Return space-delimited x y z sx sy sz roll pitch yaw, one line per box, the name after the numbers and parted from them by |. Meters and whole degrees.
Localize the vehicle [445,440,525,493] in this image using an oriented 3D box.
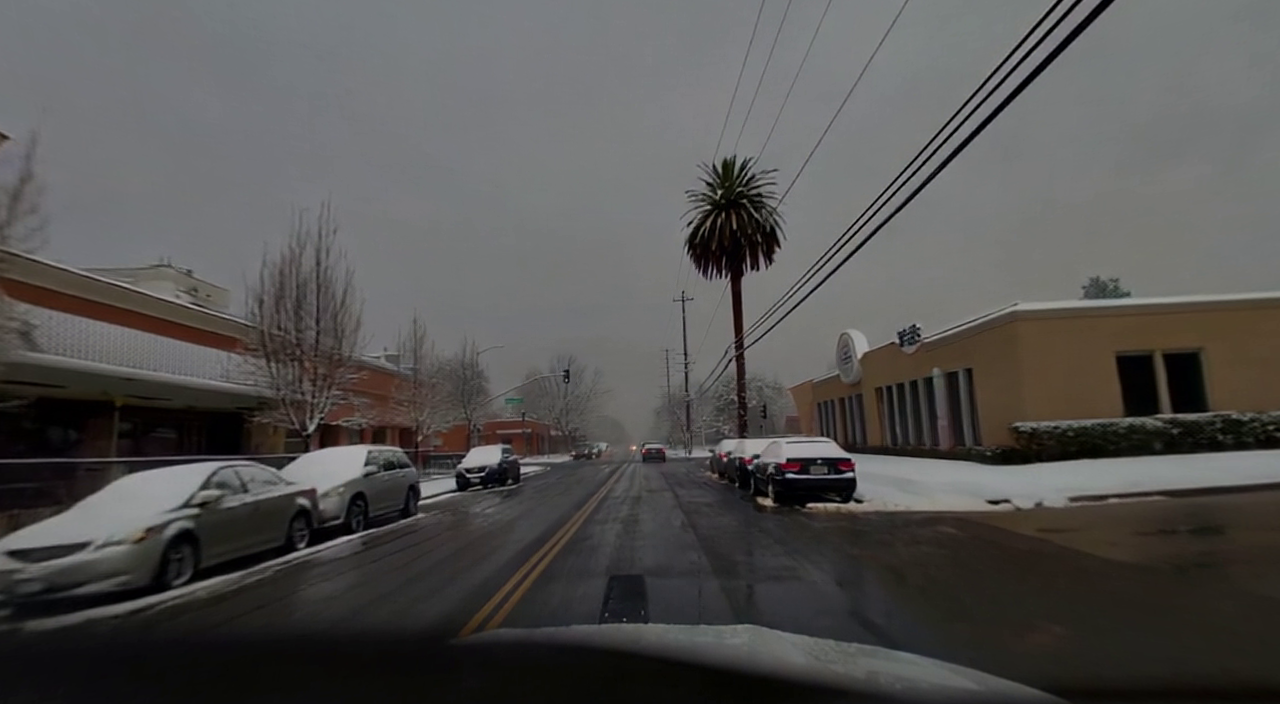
-5.962 4.440 24.950 2.126 1.864 4.831 0 -8 -2 | vehicle

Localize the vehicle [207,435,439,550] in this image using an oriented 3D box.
-6.139 2.732 13.216 2.007 1.876 5.361 0 -8 1 | vehicle

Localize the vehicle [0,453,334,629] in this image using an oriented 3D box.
-6.000 2.141 8.188 1.931 1.574 4.360 0 -8 -2 | vehicle

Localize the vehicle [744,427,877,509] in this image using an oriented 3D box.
3.791 2.674 14.994 1.948 1.607 4.873 -1 -8 2 | vehicle

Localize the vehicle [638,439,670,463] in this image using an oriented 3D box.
0.896 6.939 44.273 2.125 1.524 4.404 0 -8 0 | vehicle
